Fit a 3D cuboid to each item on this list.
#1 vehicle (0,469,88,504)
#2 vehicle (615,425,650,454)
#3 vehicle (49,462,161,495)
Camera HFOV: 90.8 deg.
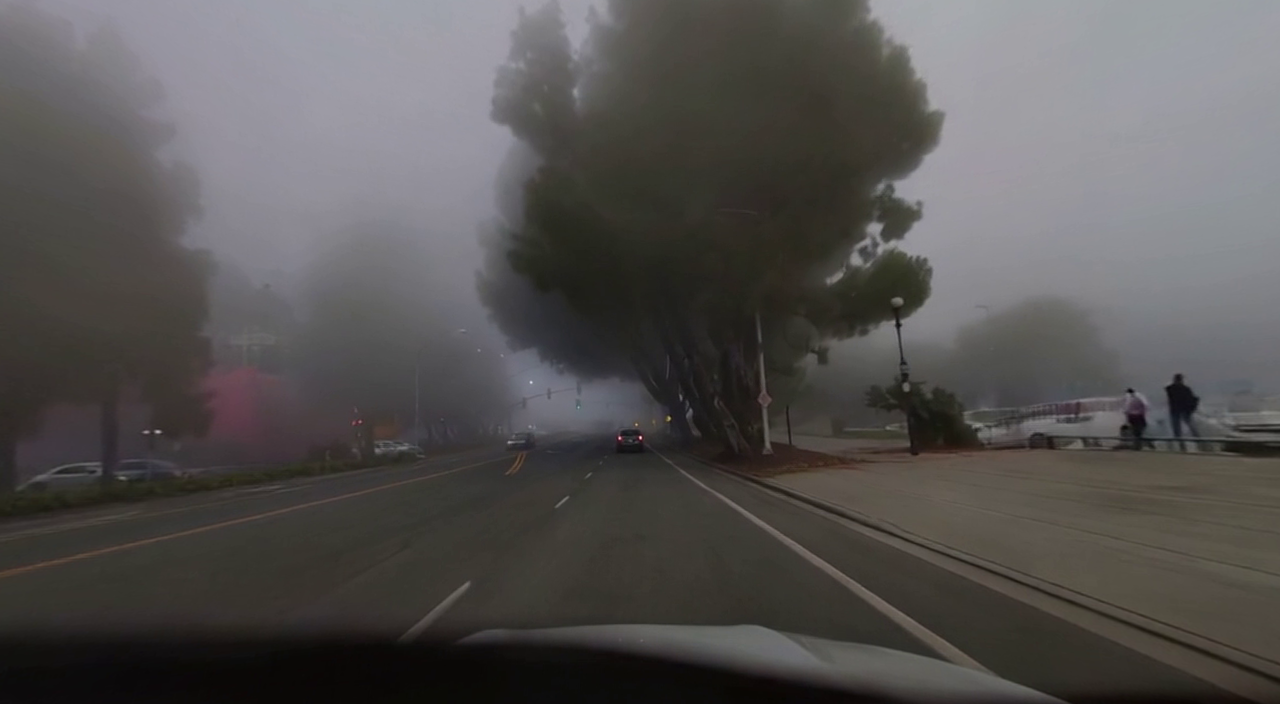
[{"bbox_3d":[-29.769,6.456,30.548,3.921,1.526,2.156,1,-8,-6],"label":"vehicle"},{"bbox_3d":[-0.569,5.846,42.141,2.228,1.790,4.180,0,-8,-2],"label":"vehicle"},{"bbox_3d":[-30.205,7.146,35.779,4.497,1.590,2.029,0,-6,1],"label":"vehicle"}]
